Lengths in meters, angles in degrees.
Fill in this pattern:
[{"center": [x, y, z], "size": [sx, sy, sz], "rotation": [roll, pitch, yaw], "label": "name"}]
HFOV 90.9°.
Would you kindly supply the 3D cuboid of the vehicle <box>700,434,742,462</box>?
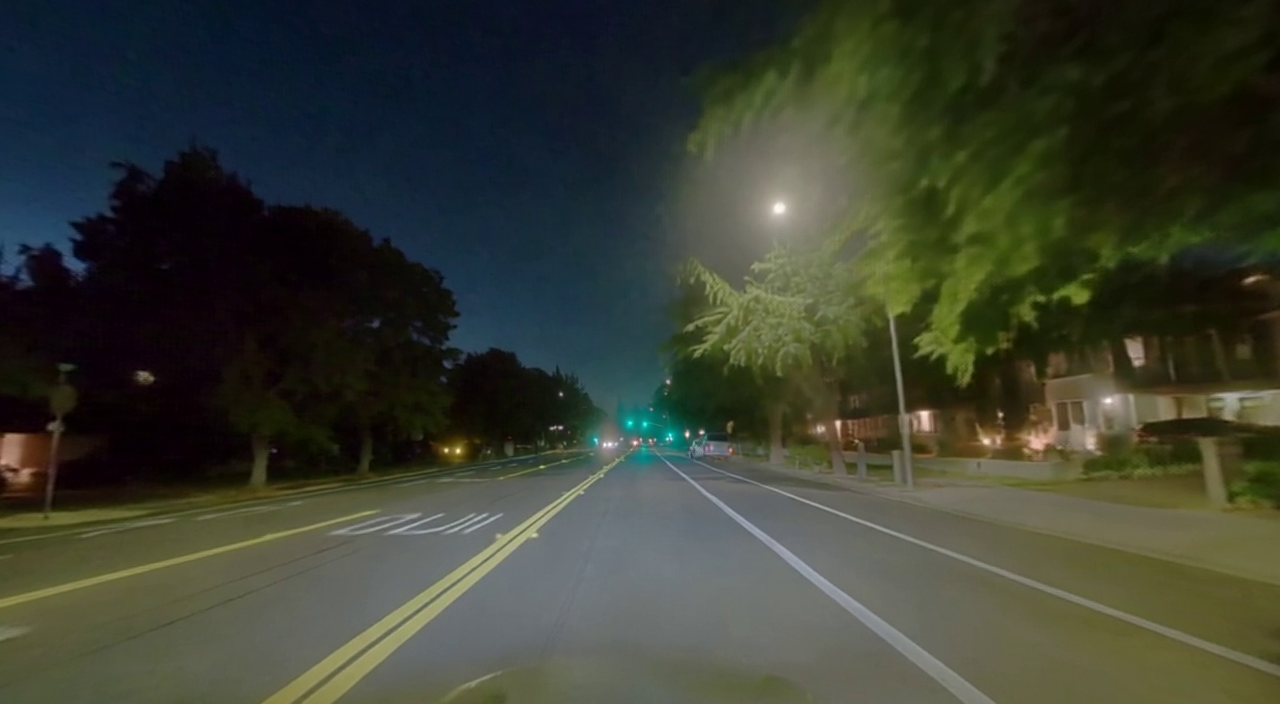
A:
[{"center": [5.474, 6.584, 43.205], "size": [2.160, 1.800, 4.646], "rotation": [0, -8, -1], "label": "vehicle"}]
